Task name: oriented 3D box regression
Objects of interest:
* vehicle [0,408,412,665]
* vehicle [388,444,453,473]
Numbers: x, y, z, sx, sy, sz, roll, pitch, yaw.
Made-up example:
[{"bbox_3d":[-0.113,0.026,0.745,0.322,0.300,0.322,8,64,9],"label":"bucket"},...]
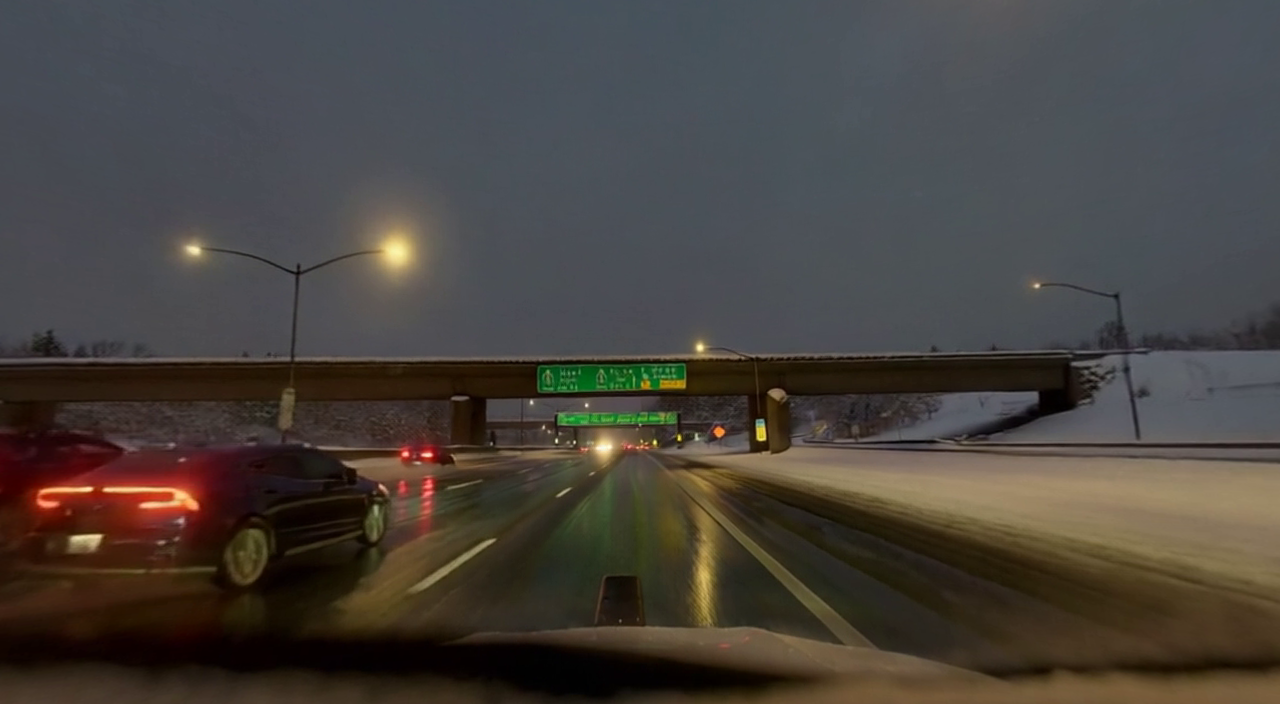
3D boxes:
[{"bbox_3d":[-4.052,1.428,6.069,2.051,1.516,4.493,0,-8,0],"label":"vehicle"},{"bbox_3d":[-11.375,5.513,33.032,1.861,1.373,4.211,0,-8,0],"label":"vehicle"}]
